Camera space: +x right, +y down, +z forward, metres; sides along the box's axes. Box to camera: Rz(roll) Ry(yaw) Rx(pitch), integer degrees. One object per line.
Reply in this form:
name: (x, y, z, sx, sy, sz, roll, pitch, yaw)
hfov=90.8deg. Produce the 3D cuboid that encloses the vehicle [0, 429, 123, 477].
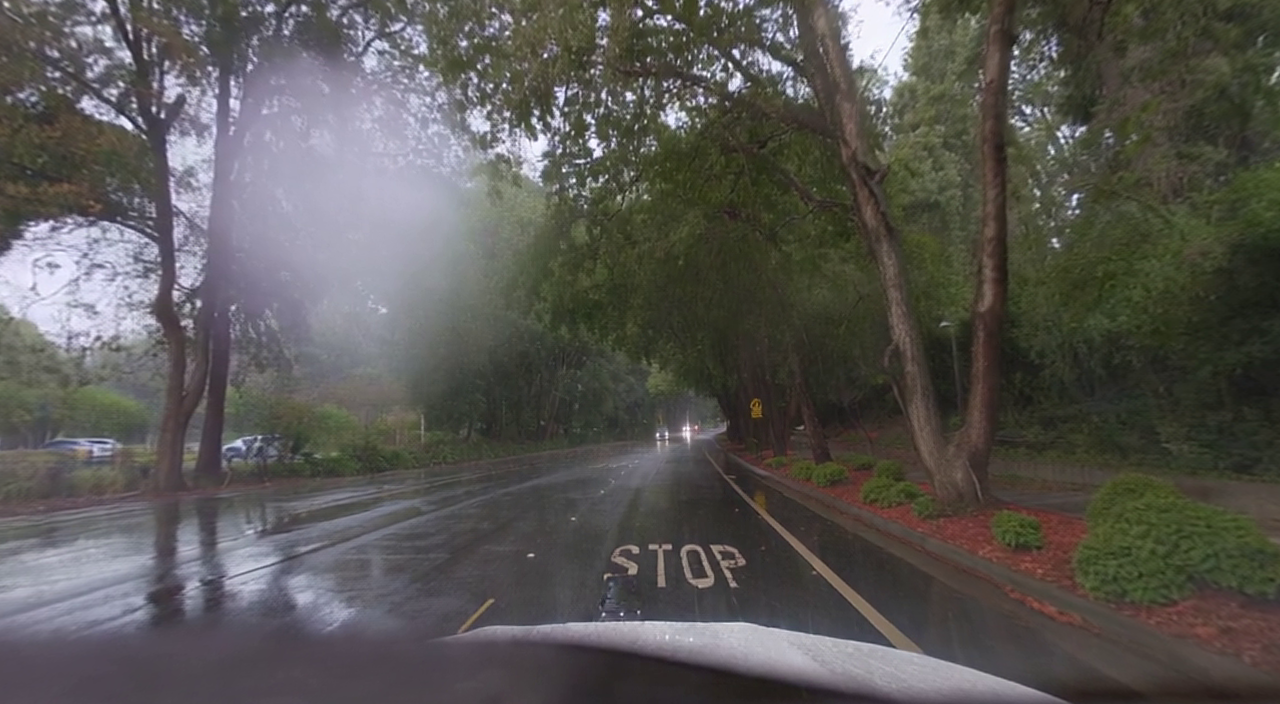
vehicle: (-28.370, 4.927, 30.825, 4.733, 1.892, 1.939, -4, -4, 2)
